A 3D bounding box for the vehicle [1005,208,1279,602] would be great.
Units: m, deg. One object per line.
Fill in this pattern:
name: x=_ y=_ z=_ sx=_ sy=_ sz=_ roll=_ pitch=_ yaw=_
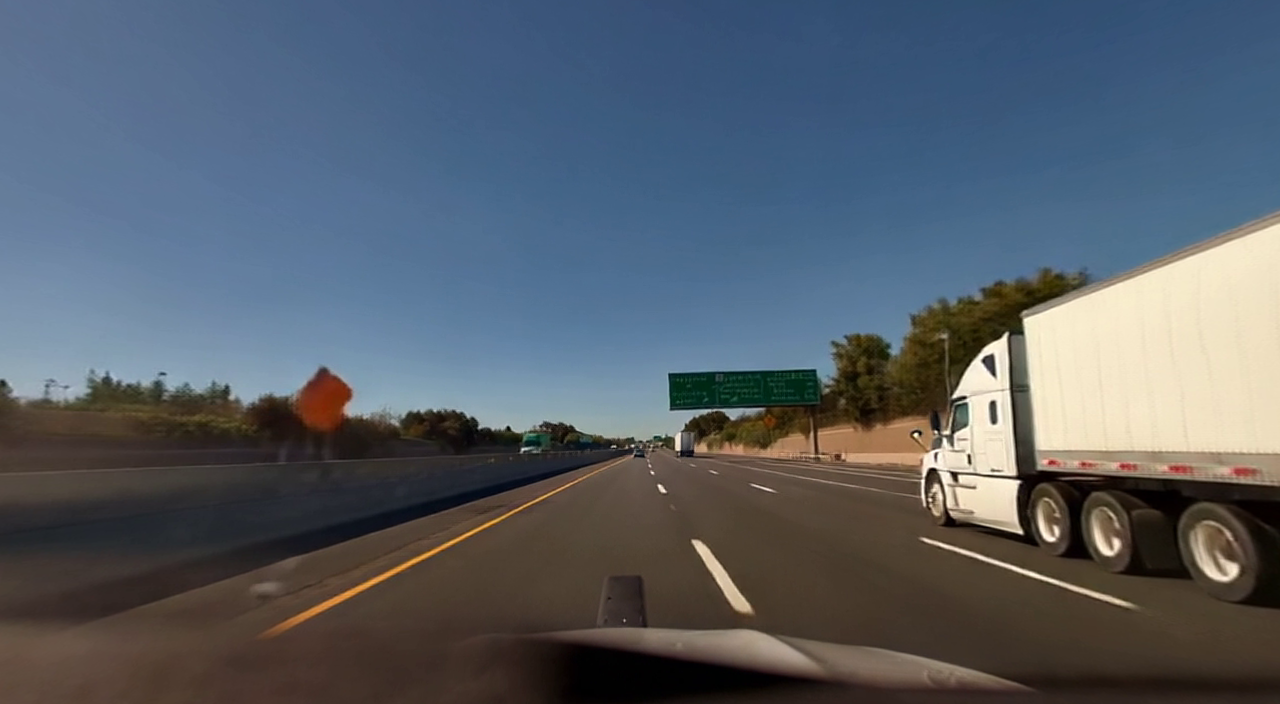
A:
vehicle: x=6.601 y=0.425 z=5.103 sx=2.690 sy=3.197 sz=7.515 roll=0 pitch=-9 yaw=0
